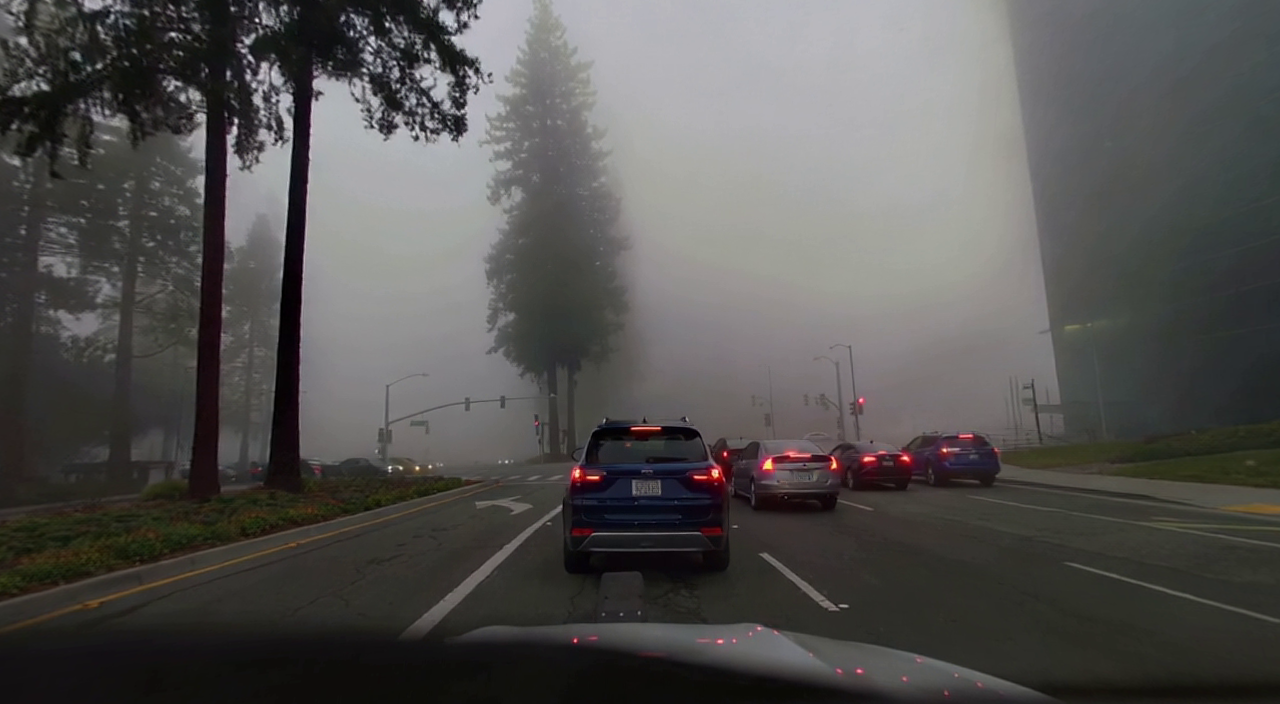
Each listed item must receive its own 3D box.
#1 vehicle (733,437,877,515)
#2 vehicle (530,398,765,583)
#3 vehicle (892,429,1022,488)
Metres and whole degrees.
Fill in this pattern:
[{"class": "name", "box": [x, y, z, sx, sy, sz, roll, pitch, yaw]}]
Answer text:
[{"class": "vehicle", "box": [3.491, 2.713, 14.358, 1.997, 1.471, 4.321, 0, -9, -2]}, {"class": "vehicle", "box": [0.061, 1.653, 8.254, 2.266, 1.762, 4.131, 0, -9, 0]}, {"class": "vehicle", "box": [10.861, 3.694, 22.123, 2.123, 1.812, 4.553, 0, -9, -1]}]
